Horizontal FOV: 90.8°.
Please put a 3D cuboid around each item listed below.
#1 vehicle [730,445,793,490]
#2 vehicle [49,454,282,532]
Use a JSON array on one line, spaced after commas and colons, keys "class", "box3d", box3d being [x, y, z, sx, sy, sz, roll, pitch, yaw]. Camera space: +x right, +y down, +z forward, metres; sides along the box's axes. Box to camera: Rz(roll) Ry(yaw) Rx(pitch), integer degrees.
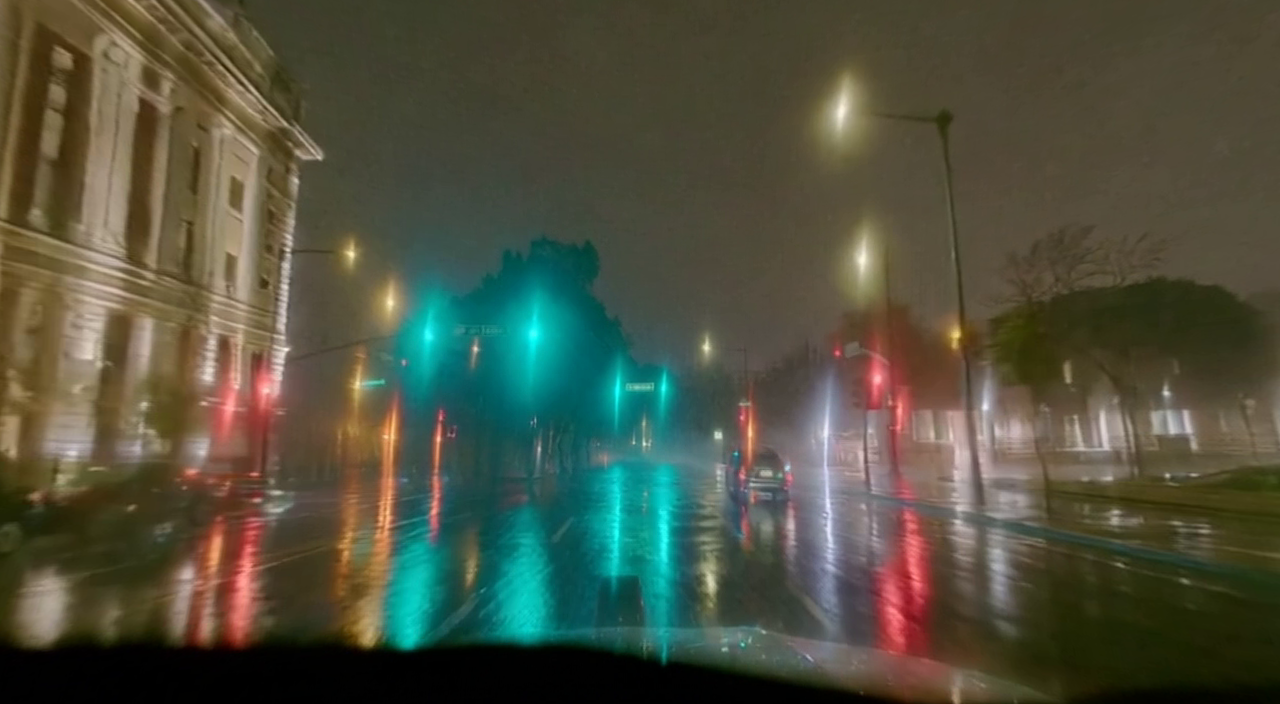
[{"class": "vehicle", "box3d": [4.452, 4.259, 23.738, 2.085, 1.530, 4.125, -1, -9, 8]}, {"class": "vehicle", "box3d": [-12.381, 3.658, 17.165, 2.011, 1.668, 5.474, 0, -8, 1]}]
